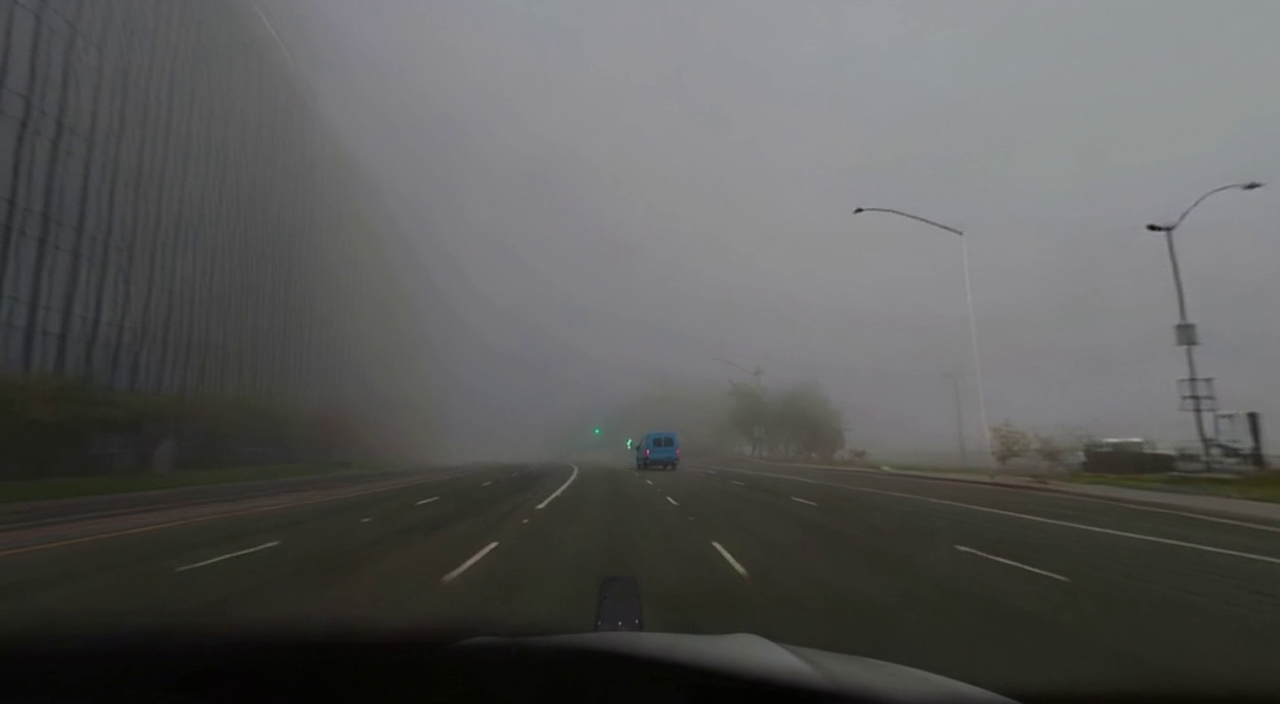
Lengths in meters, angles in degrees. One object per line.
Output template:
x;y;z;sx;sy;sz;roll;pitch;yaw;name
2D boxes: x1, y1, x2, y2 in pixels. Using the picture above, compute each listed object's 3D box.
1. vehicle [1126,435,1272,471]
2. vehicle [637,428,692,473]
23.867;4.335;27.015;4.271;1.470;1.940;-1;-8;3;vehicle
1.234;5.354;34.506;2.339;2.244;4.817;1;-8;-6;vehicle
